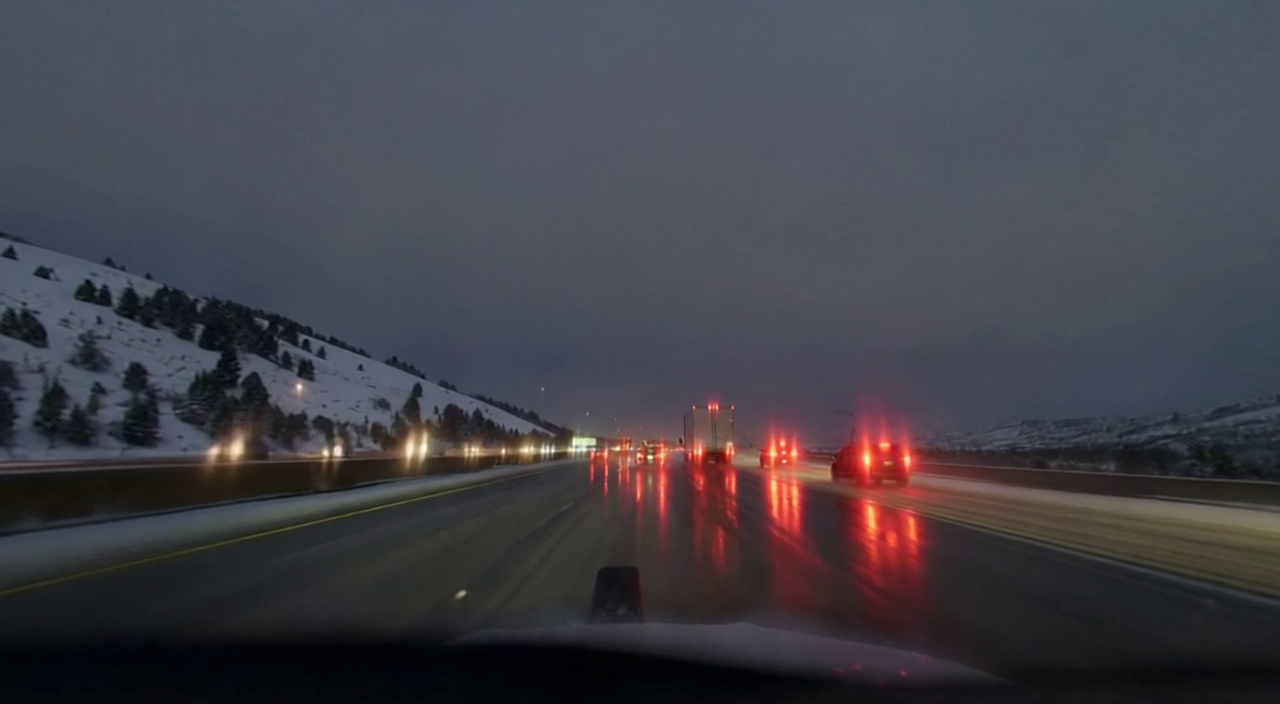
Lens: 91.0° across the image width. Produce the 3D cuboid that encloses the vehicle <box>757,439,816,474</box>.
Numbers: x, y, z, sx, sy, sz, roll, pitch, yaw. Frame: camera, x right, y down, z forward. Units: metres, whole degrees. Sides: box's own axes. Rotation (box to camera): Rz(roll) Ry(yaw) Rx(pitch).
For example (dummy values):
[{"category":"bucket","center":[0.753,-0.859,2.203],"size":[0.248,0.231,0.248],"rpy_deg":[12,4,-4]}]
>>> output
[{"category":"vehicle","center":[8.058,5.791,35.119],"size":[2.143,1.775,4.729],"rpy_deg":[0,-9,0]}]

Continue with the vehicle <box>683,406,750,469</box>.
[{"category":"vehicle","center":[4.781,5.744,41.809],"size":[3.130,3.607,11.129],"rpy_deg":[0,-9,0]}]

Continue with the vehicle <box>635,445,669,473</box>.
[{"category":"vehicle","center":[0.683,6.067,35.814],"size":[1.866,1.492,3.932],"rpy_deg":[0,-9,1]}]

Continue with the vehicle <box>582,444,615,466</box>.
[{"category":"vehicle","center":[-3.064,7.696,47.211],"size":[2.132,1.506,4.256],"rpy_deg":[0,-9,0]}]

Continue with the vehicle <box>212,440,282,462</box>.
[{"category":"vehicle","center":[-30.081,7.601,48.381],"size":[1.929,1.595,5.154],"rpy_deg":[0,-9,2]}]

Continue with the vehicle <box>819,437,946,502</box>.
[{"category":"vehicle","center":[7.013,3.419,18.817],"size":[2.044,1.676,4.421],"rpy_deg":[0,-9,1]}]
